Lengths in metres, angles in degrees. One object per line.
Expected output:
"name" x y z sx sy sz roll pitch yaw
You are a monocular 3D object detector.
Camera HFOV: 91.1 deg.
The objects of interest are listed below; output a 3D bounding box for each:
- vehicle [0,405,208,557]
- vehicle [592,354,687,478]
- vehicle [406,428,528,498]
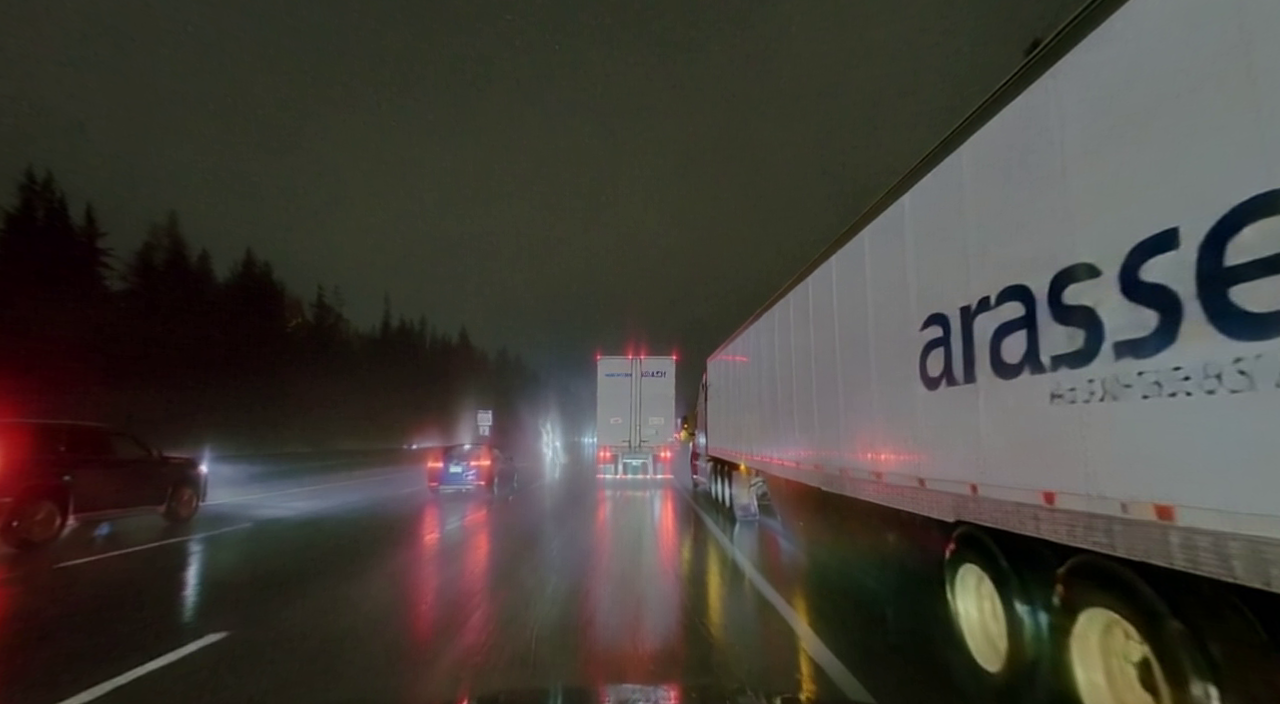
"vehicle" -8.041 1.590 8.139 1.990 1.654 4.129 0 -8 -1
"vehicle" -0.109 2.818 26.201 3.118 4.106 10.719 0 -8 -1
"vehicle" -4.098 2.680 15.594 1.933 1.492 3.838 0 -8 0
